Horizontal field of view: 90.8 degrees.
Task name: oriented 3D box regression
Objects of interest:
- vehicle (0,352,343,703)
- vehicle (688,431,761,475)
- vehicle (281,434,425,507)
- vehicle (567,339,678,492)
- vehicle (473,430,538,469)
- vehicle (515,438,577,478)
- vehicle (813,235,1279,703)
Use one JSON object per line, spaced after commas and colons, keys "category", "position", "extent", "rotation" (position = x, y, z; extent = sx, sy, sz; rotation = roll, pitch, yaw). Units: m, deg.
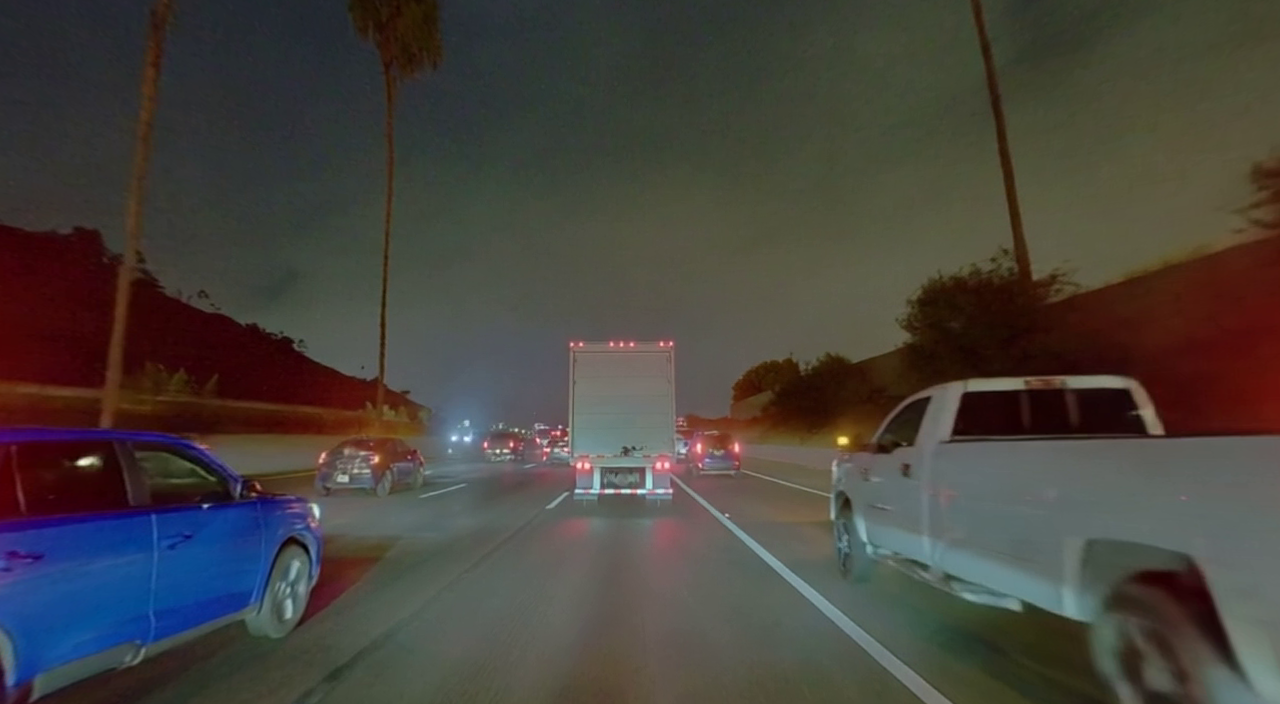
{"category": "vehicle", "position": [-3.285, 0.931, 2.897], "extent": [1.885, 1.654, 4.103], "rotation": [0, -8, -1]}
{"category": "vehicle", "position": [2.915, 3.626, 22.901], "extent": [1.859, 1.416, 4.695], "rotation": [0, -8, -2]}
{"category": "vehicle", "position": [-7.048, 2.929, 16.056], "extent": [1.766, 1.585, 4.094], "rotation": [0, -8, -1]}
{"category": "vehicle", "position": [-0.428, 2.441, 22.157], "extent": [2.906, 4.040, 10.743], "rotation": [0, -8, 0]}
{"category": "vehicle", "position": [-7.354, 5.414, 35.183], "extent": [2.344, 1.954, 5.579], "rotation": [-1, -8, 1]}
{"category": "vehicle", "position": [-3.814, 4.366, 26.314], "extent": [1.874, 1.475, 4.328], "rotation": [0, -8, 0]}
{"category": "vehicle", "position": [2.627, 0.813, 2.801], "extent": [2.098, 1.827, 5.538], "rotation": [0, -8, 0]}
